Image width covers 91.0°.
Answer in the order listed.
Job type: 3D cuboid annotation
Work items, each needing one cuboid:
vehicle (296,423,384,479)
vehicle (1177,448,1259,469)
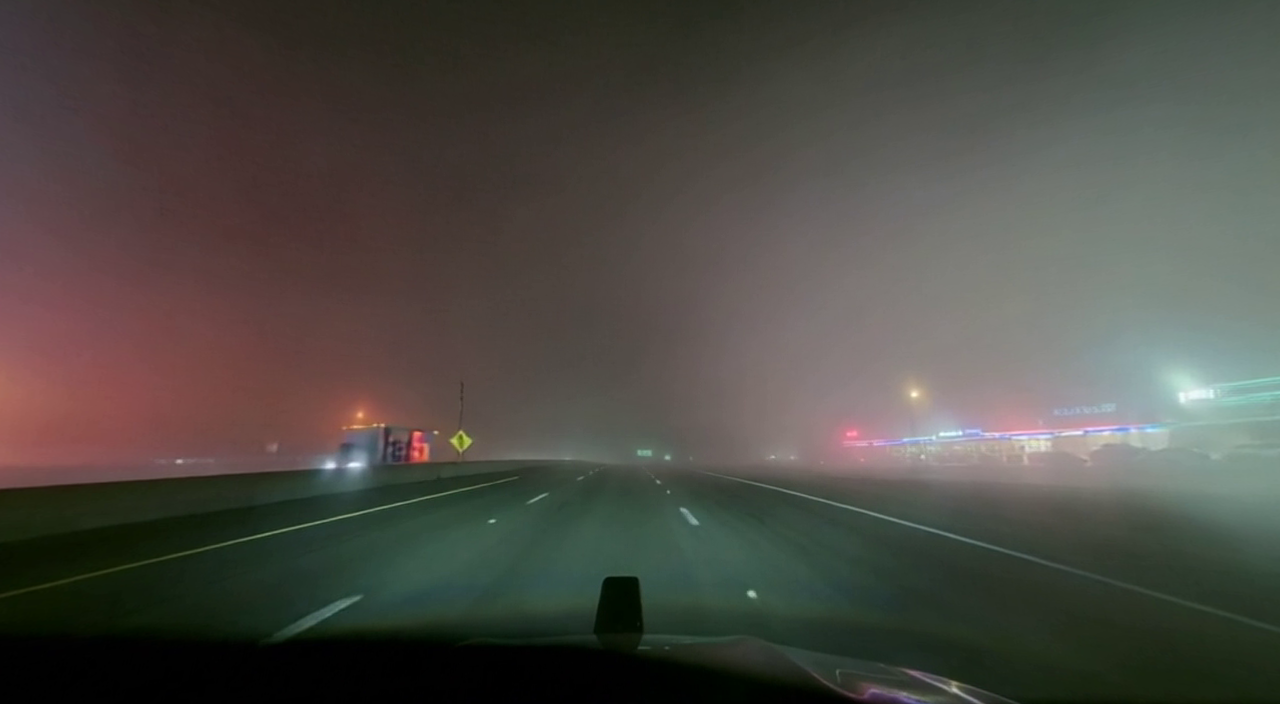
[{"bbox_3d":[-23.040,7.659,48.925,2.971,4.003,7.817,0,-9,-1],"label":"vehicle"},{"bbox_3d":[44.979,8.284,49.037,4.605,1.545,2.020,1,-9,-6],"label":"vehicle"}]
